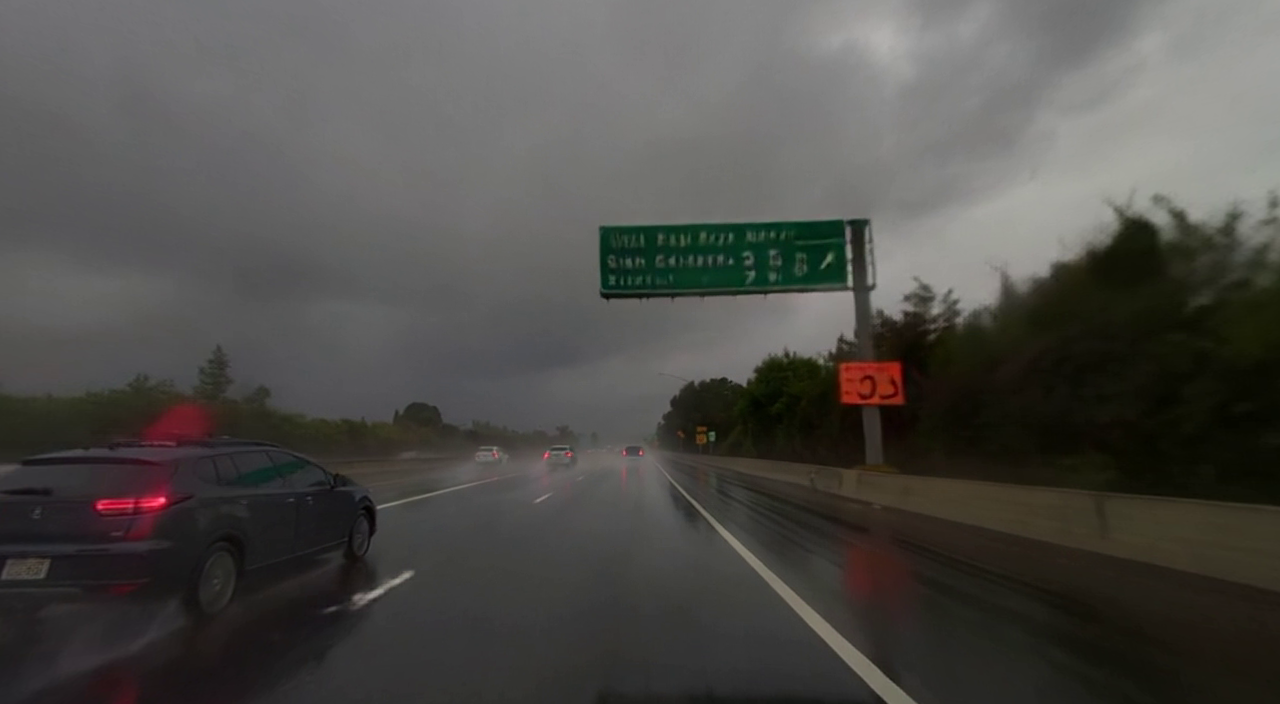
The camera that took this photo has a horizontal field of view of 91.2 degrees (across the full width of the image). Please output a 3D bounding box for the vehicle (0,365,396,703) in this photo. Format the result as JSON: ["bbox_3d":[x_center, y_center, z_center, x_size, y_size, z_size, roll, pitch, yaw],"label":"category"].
[{"bbox_3d":[-4.127,1.309,5.567,2.074,1.779,4.588,0,-9,0],"label":"vehicle"}]

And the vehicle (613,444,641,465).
[{"bbox_3d":[-0.931,7.557,46.244,2.023,1.479,3.718,0,-9,0],"label":"vehicle"}]

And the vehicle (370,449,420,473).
[{"bbox_3d":[-16.714,7.422,42.952,1.811,1.554,3.985,-1,-9,0],"label":"vehicle"}]

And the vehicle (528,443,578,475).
[{"bbox_3d":[-4.307,5.383,31.672,1.988,1.477,4.118,0,-9,-1],"label":"vehicle"}]

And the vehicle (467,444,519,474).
[{"bbox_3d":[-7.980,5.838,34.353,1.936,1.516,3.904,0,-9,0],"label":"vehicle"}]
